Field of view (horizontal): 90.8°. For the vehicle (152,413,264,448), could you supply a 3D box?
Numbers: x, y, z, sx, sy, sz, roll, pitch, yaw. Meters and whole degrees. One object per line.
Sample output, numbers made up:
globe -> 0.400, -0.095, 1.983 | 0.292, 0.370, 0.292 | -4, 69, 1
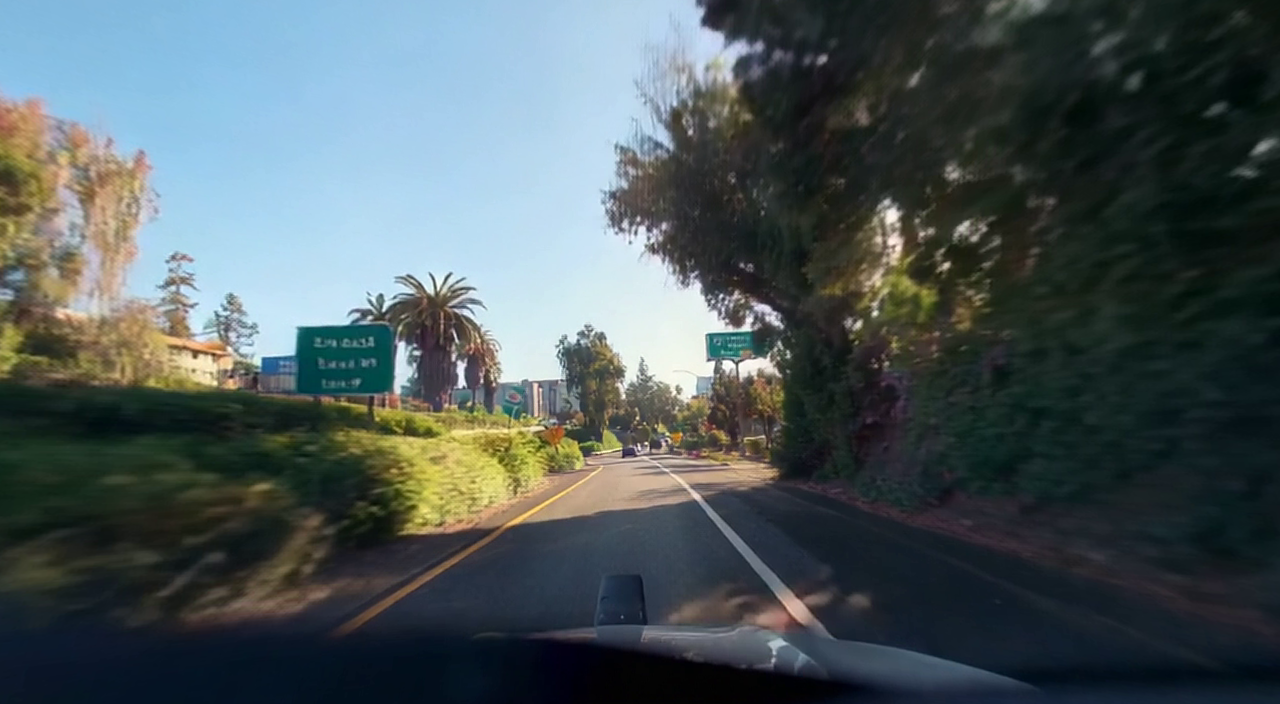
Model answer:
vehicle -> -19.470, 3.628, 28.791 | 1.931, 1.451, 4.683 | 0, -8, -2
